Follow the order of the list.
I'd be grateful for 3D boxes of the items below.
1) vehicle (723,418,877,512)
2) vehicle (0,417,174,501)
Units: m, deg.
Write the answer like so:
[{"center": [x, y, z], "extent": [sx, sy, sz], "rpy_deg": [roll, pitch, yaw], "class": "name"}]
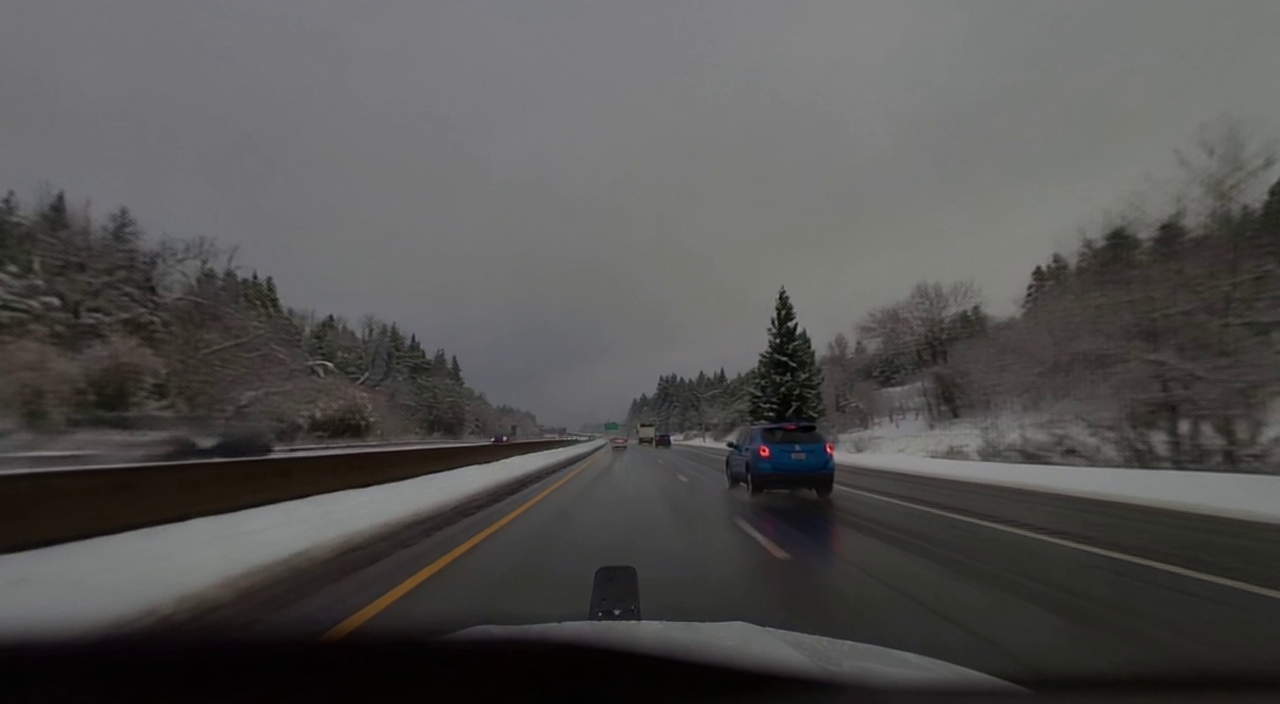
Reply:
[{"center": [3.186, 2.342, 13.677], "extent": [2.085, 1.681, 4.436], "rpy_deg": [0, -8, -1], "class": "vehicle"}, {"center": [-12.036, 2.106, 12.735], "extent": [1.902, 1.436, 4.512], "rpy_deg": [0, -8, -2], "class": "vehicle"}]
